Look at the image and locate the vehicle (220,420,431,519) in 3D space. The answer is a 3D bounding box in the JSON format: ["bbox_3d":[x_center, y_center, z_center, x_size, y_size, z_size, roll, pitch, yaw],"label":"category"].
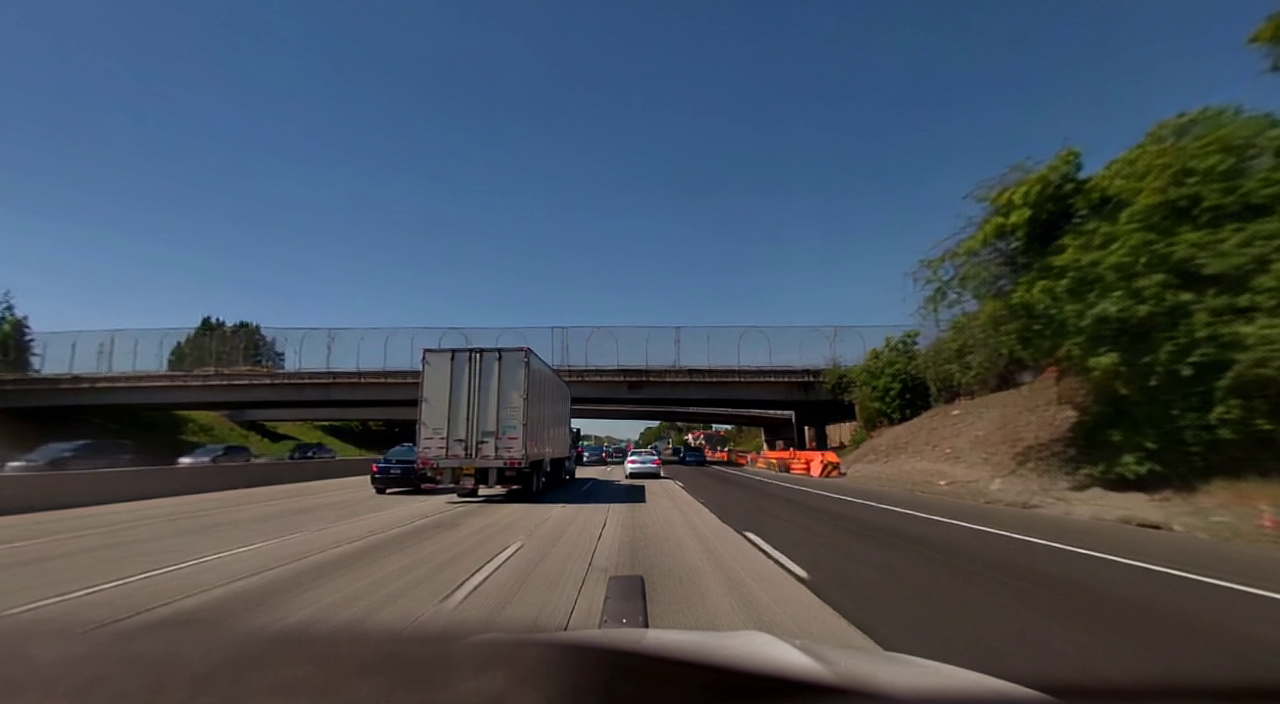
[{"bbox_3d":[-7.493,2.870,16.081,2.309,2.007,5.974,0,-8,0],"label":"vehicle"}]

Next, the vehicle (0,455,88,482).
[{"bbox_3d":[-45.314,8.786,47.784,2.114,1.860,5.237,0,-8,0],"label":"vehicle"}]

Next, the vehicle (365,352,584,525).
[{"bbox_3d":[-3.631,2.434,17.580,3.075,3.276,11.073,0,-8,0],"label":"vehicle"}]

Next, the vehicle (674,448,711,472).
[{"bbox_3d":[3.481,7.211,42.421,2.003,1.465,4.092,0,-8,-2],"label":"vehicle"}]

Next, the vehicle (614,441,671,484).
[{"bbox_3d":[0.035,4.704,27.201,2.270,1.696,4.061,0,-8,-2],"label":"vehicle"}]
